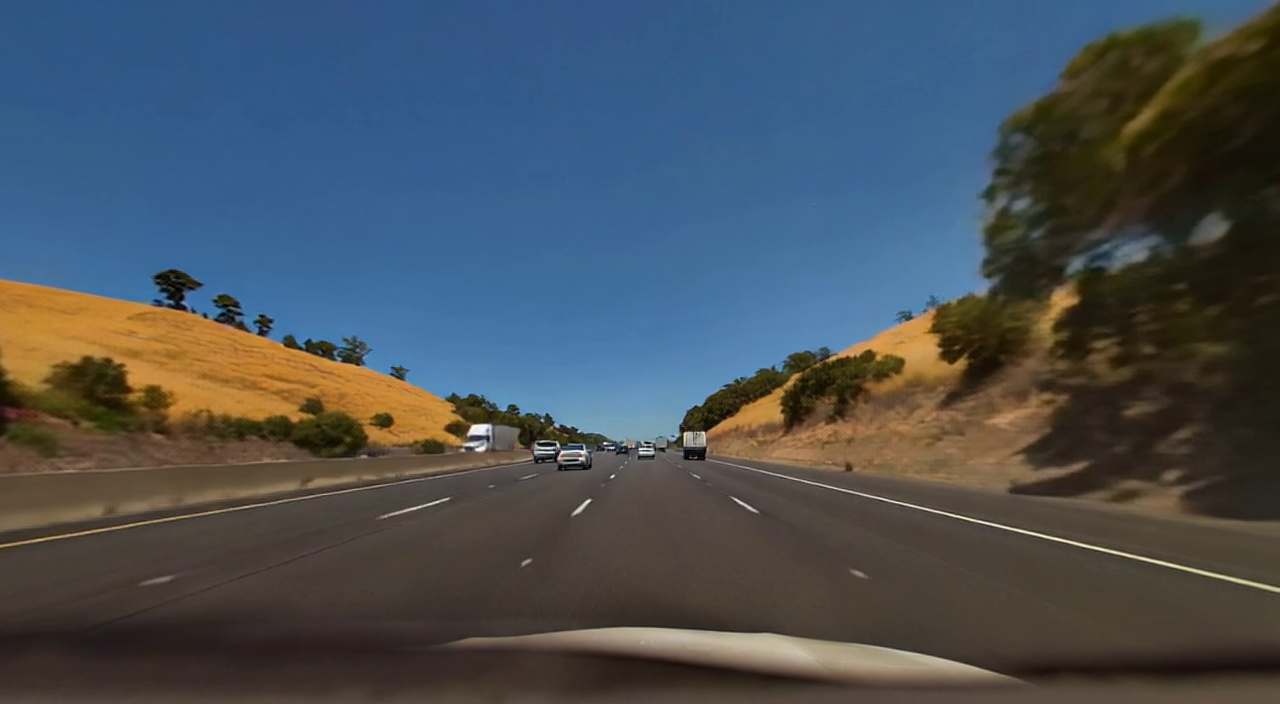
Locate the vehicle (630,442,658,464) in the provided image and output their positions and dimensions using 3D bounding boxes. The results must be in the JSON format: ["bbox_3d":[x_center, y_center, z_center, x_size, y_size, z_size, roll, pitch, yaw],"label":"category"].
[{"bbox_3d":[0.273,7.635,47.905,2.031,1.566,3.904,0,-8,0],"label":"vehicle"}]

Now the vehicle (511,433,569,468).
[{"bbox_3d":[-6.342,6.379,40.871,2.589,2.063,6.206,0,-8,1],"label":"vehicle"}]

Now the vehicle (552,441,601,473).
[{"bbox_3d":[-3.296,5.568,33.733,2.091,1.552,4.516,0,-8,1],"label":"vehicle"}]

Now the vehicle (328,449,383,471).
[{"bbox_3d":[-21.099,8.001,46.950,1.846,1.471,4.747,0,-8,1],"label":"vehicle"}]

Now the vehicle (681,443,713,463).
[{"bbox_3d":[4.390,7.899,49.439,2.027,1.525,4.348,0,-8,-1],"label":"vehicle"}]
